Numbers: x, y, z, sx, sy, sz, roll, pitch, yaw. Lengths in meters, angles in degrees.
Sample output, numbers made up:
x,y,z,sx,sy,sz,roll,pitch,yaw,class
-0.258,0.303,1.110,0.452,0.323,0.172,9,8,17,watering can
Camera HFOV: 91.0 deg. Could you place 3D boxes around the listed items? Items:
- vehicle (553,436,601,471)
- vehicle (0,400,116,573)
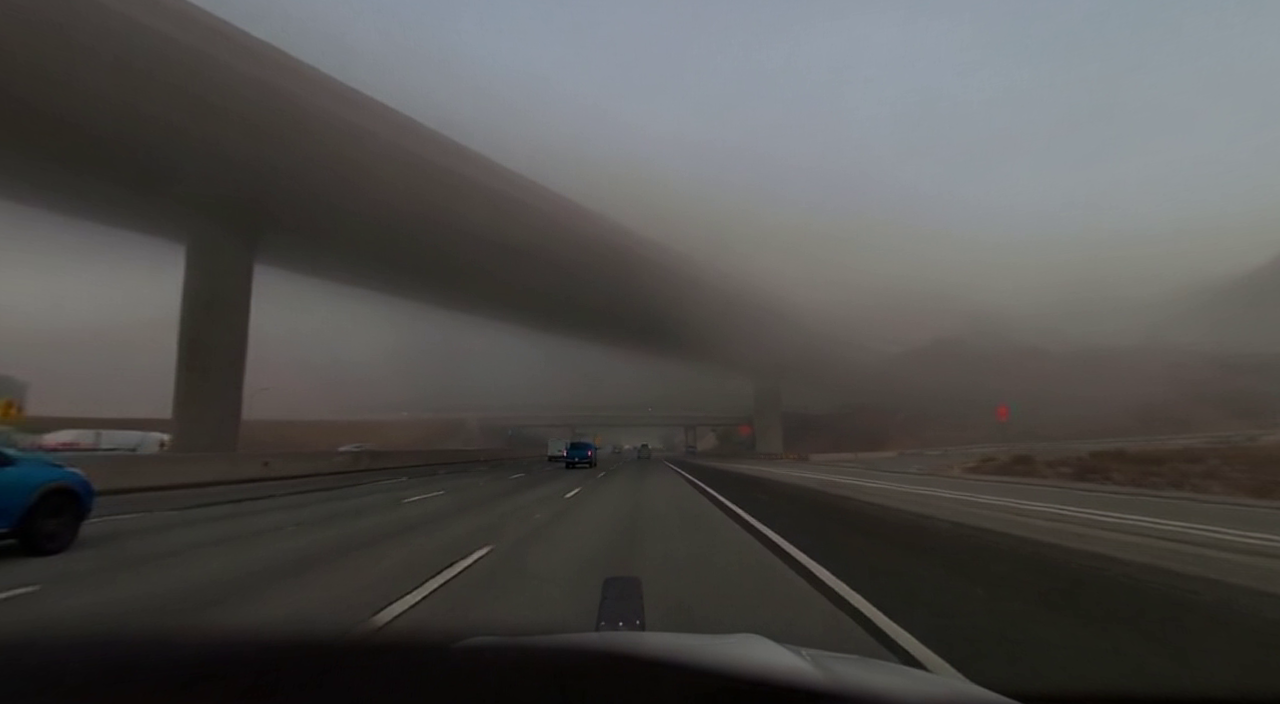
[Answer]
x,y,z,sx,sy,sz,roll,pitch,yaw,class
-3.547,5.822,36.196,2.144,1.847,4.850,0,-9,1,vehicle
-7.458,1.181,5.254,2.092,1.712,4.627,0,-9,1,vehicle
